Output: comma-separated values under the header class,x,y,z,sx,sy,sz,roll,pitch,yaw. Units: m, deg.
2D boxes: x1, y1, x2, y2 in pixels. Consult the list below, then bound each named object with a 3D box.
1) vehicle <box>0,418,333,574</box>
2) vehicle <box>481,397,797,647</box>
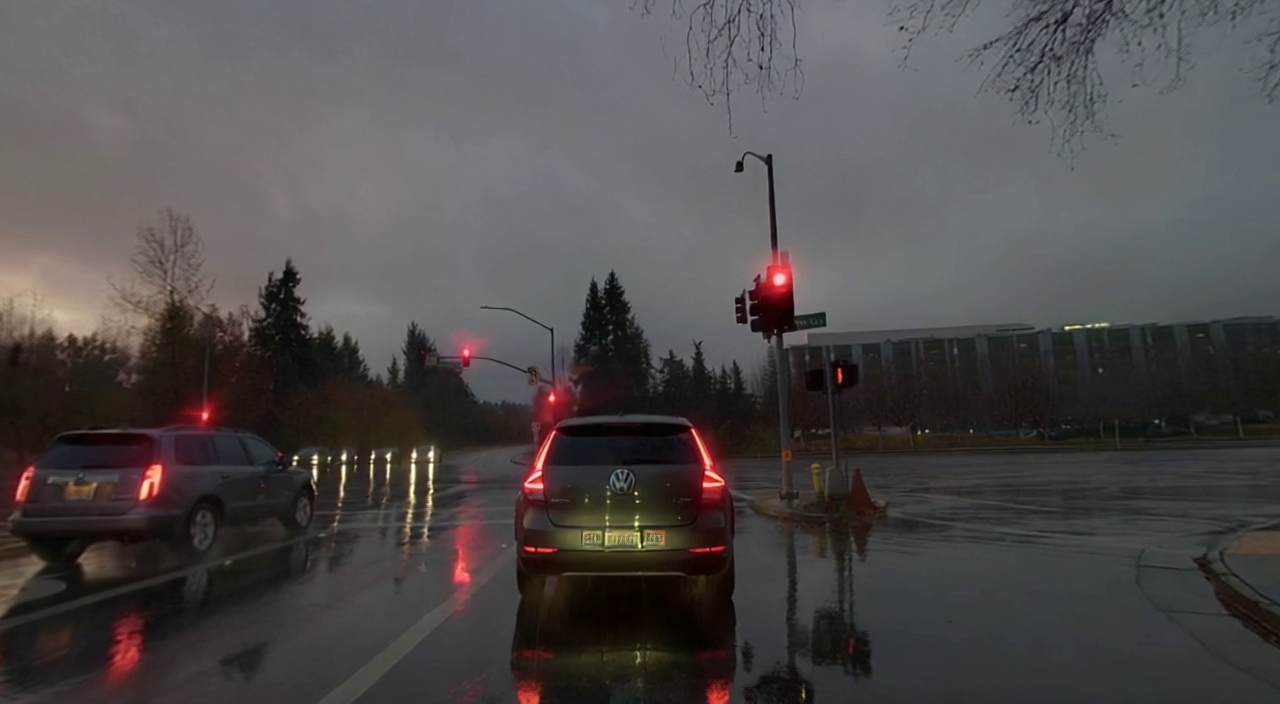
class,x,y,z,sx,sy,sz,roll,pitch,yaw
vehicle,-6.396,1.904,9.113,2.020,1.695,4.187,1,-9,-5
vehicle,-0.149,1.461,6.446,2.154,1.670,4.140,0,-9,-4
